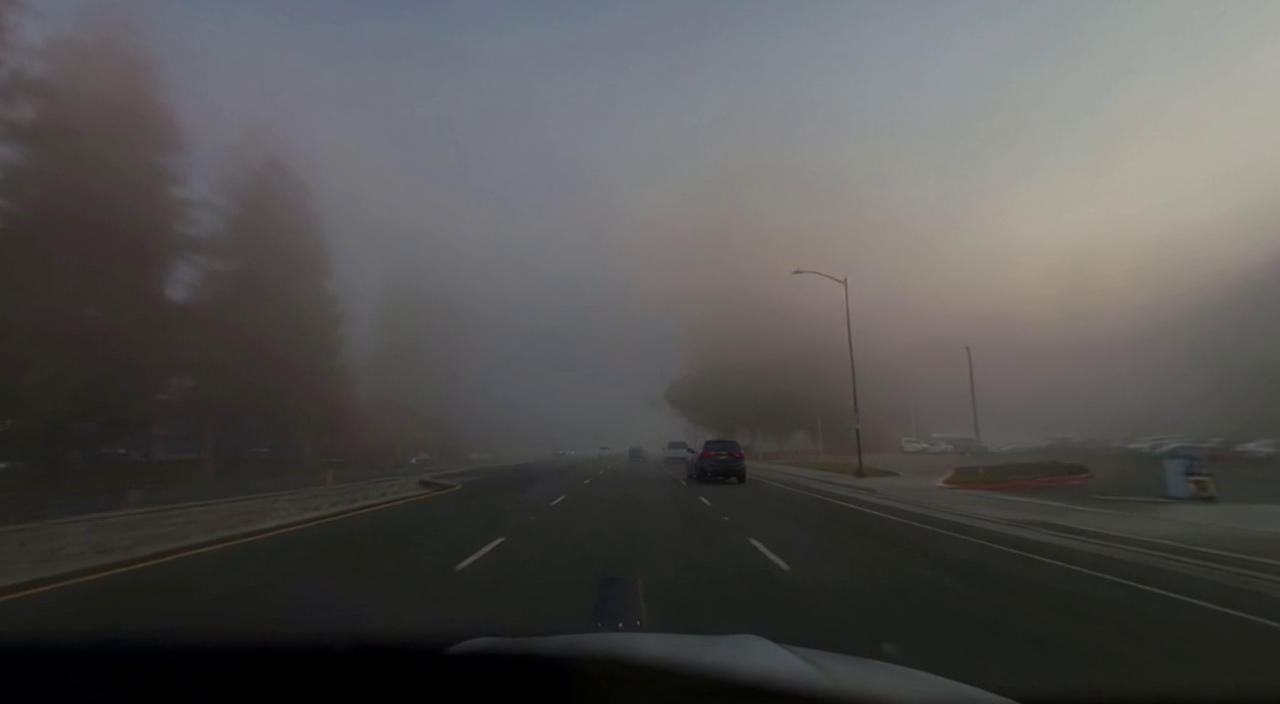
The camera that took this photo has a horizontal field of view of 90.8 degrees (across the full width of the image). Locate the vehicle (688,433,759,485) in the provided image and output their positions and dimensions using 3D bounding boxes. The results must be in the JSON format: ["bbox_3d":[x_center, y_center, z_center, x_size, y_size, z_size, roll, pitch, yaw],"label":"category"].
[{"bbox_3d":[3.082,4.073,24.300,2.060,1.816,4.343,0,-9,-1],"label":"vehicle"}]
